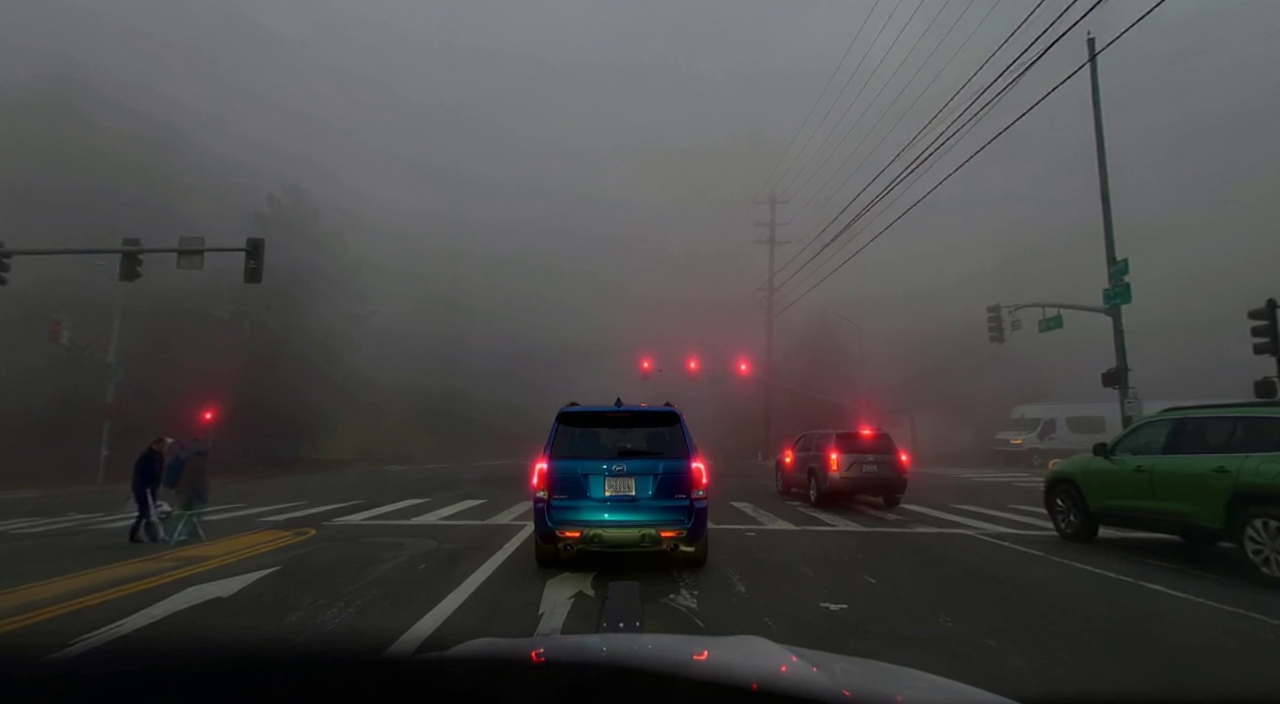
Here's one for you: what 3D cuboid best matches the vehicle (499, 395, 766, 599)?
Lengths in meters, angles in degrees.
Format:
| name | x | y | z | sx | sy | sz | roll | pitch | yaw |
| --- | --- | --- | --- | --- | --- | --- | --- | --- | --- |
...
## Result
| name | x | y | z | sx | sy | sz | roll | pitch | yaw |
| --- | --- | --- | --- | --- | --- | --- | --- | --- | --- |
| vehicle | -0.102 | 1.561 | 7.637 | 2.285 | 1.729 | 4.252 | 0 | -9 | -1 |

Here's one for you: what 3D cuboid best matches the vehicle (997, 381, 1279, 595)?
| name | x | y | z | sx | sy | sz | roll | pitch | yaw |
| --- | --- | --- | --- | --- | --- | --- | --- | --- | --- |
| vehicle | 6.585 | 1.439 | 7.248 | 2.119 | 1.827 | 4.806 | 0 | -9 | 0 |
